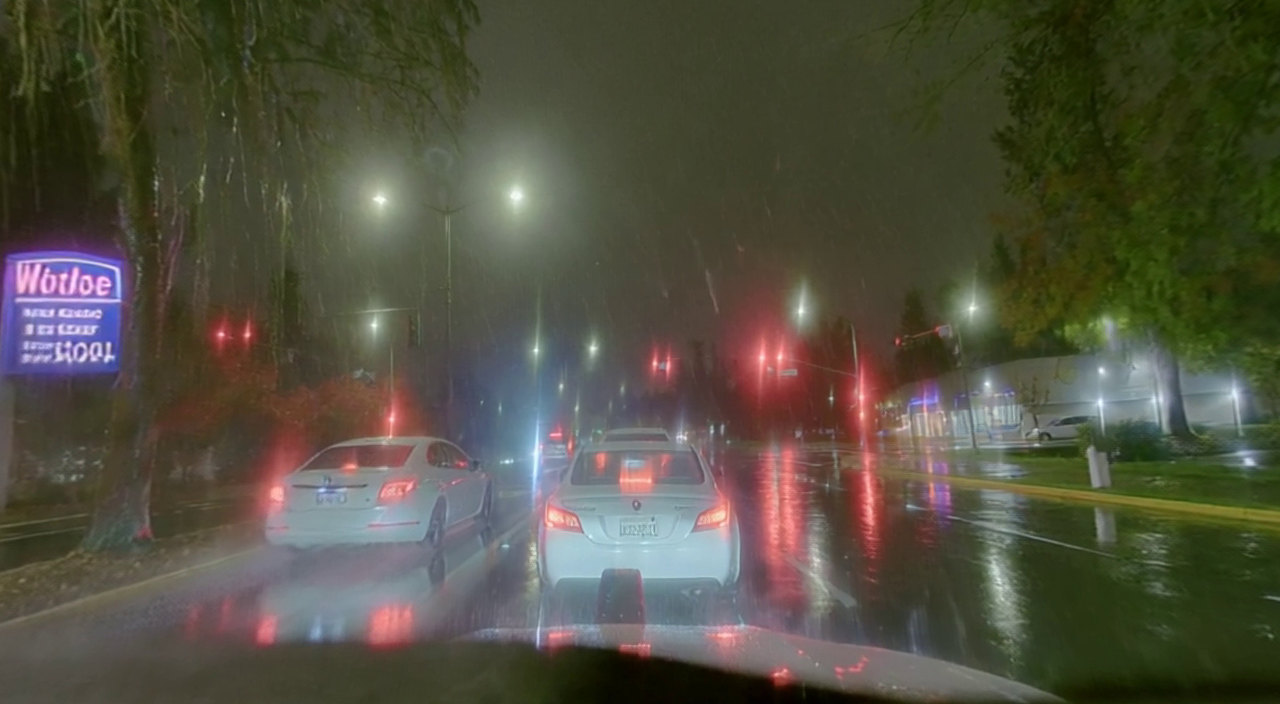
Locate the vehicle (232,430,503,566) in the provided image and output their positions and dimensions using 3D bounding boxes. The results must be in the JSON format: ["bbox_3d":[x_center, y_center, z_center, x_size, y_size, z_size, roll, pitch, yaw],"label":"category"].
[{"bbox_3d":[-3.504,1.950,9.265,1.961,1.487,4.453,0,-8,0],"label":"vehicle"}]

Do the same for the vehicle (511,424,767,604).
[{"bbox_3d":[-0.061,1.641,7.308,2.126,1.475,3.967,0,-8,-2],"label":"vehicle"}]
